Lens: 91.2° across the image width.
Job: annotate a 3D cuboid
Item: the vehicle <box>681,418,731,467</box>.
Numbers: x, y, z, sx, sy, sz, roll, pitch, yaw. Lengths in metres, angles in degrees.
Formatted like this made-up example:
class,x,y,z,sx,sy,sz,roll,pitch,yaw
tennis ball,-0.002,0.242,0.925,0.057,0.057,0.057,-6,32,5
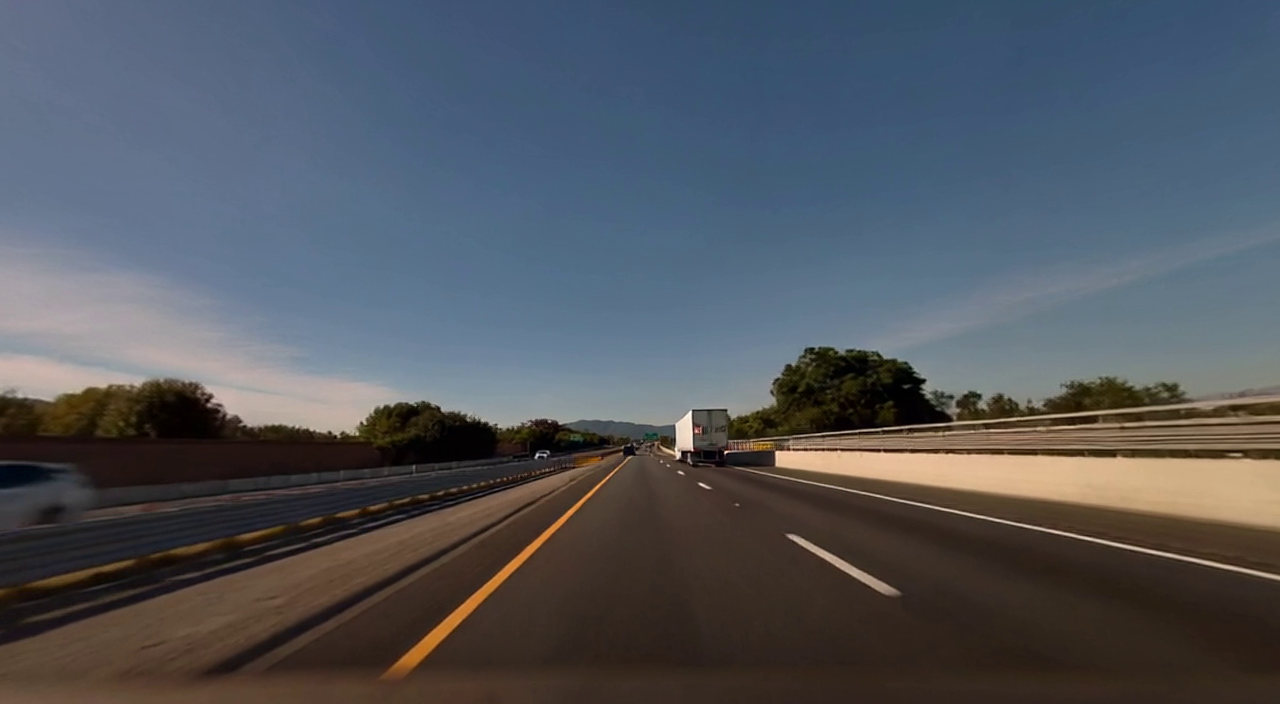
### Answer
class,x,y,z,sx,sy,sz,roll,pitch,yaw
vehicle,4.889,6.972,47.893,2.826,3.408,7.775,0,-9,-1
